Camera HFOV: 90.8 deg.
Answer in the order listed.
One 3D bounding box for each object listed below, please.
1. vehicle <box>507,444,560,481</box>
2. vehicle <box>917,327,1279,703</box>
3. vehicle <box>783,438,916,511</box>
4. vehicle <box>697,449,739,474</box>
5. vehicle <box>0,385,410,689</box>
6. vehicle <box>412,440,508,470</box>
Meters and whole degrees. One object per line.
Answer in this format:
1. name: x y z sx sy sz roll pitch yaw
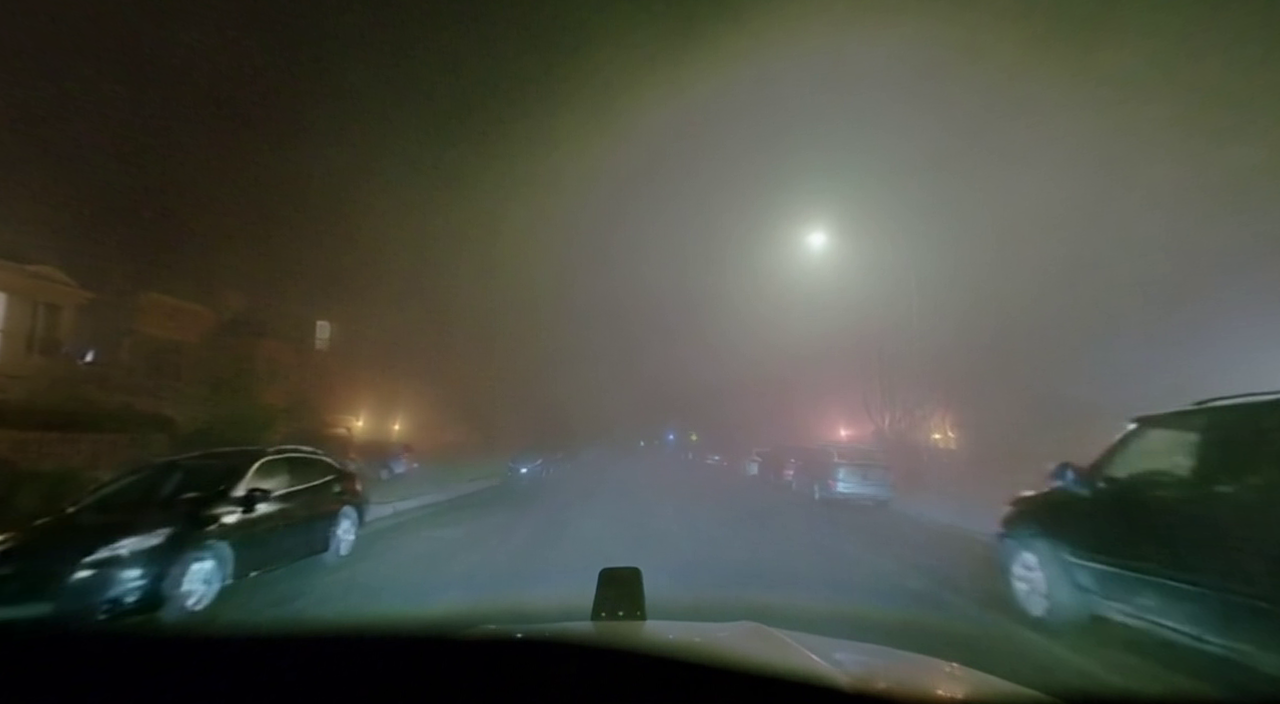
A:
1. vehicle: -4.921 5.185 29.712 1.983 1.579 3.879 1 -9 -2
2. vehicle: 3.744 0.907 2.650 2.415 1.963 5.688 0 -8 -2
3. vehicle: 5.080 3.016 16.005 1.826 1.566 4.307 0 -9 -1
4. vehicle: 4.844 6.875 39.855 1.847 1.448 4.162 0 -9 -3
5. vehicle: -5.016 1.795 7.503 2.394 2.089 5.951 -3 -9 -1
6. vehicle: -11.940 6.846 42.188 5.755 1.869 2.194 1 -8 -2
